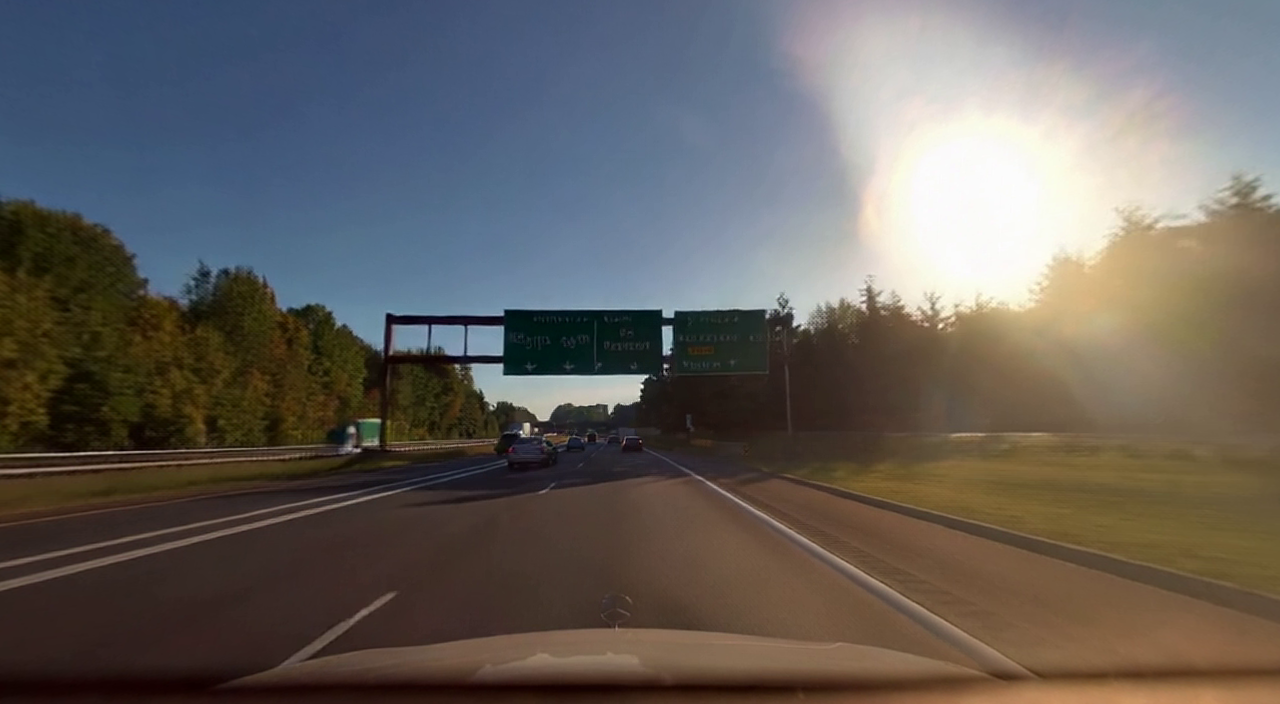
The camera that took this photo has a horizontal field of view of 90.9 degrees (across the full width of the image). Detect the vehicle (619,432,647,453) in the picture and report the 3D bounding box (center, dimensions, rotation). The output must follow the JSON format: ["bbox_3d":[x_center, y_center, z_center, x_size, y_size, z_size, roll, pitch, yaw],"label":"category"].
[{"bbox_3d":[-0.549,7.030,48.879,2.139,1.561,4.060,0,-8,-1],"label":"vehicle"}]

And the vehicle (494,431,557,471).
[{"bbox_3d":[-4.607,4.028,25.963,1.959,1.514,3.668,0,-8,-1],"label":"vehicle"}]

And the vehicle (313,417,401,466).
[{"bbox_3d":[-17.915,5.726,40.378,2.615,2.860,6.648,0,-8,-1],"label":"vehicle"}]
